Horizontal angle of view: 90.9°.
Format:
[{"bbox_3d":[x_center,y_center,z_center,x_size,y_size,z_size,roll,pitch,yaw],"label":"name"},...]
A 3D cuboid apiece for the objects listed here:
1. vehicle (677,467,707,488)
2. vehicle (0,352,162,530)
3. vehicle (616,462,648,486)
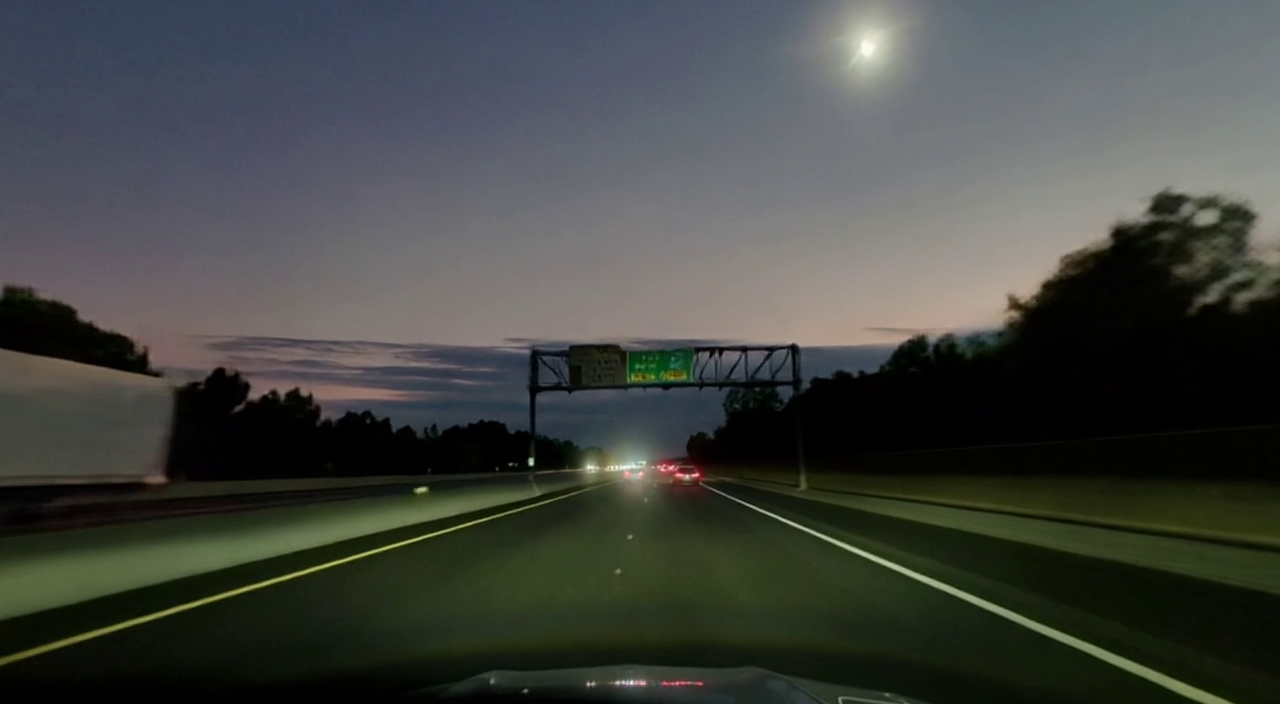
[{"bbox_3d":[3.931,9.543,48.026,1.937,1.467,4.061,1,-10,1],"label":"vehicle"},{"bbox_3d":[-15.663,1.350,10.685,2.896,3.861,14.932,1,-11,2],"label":"vehicle"},{"bbox_3d":[-0.524,9.409,48.572,2.160,1.721,4.368,0,-11,3],"label":"vehicle"}]
